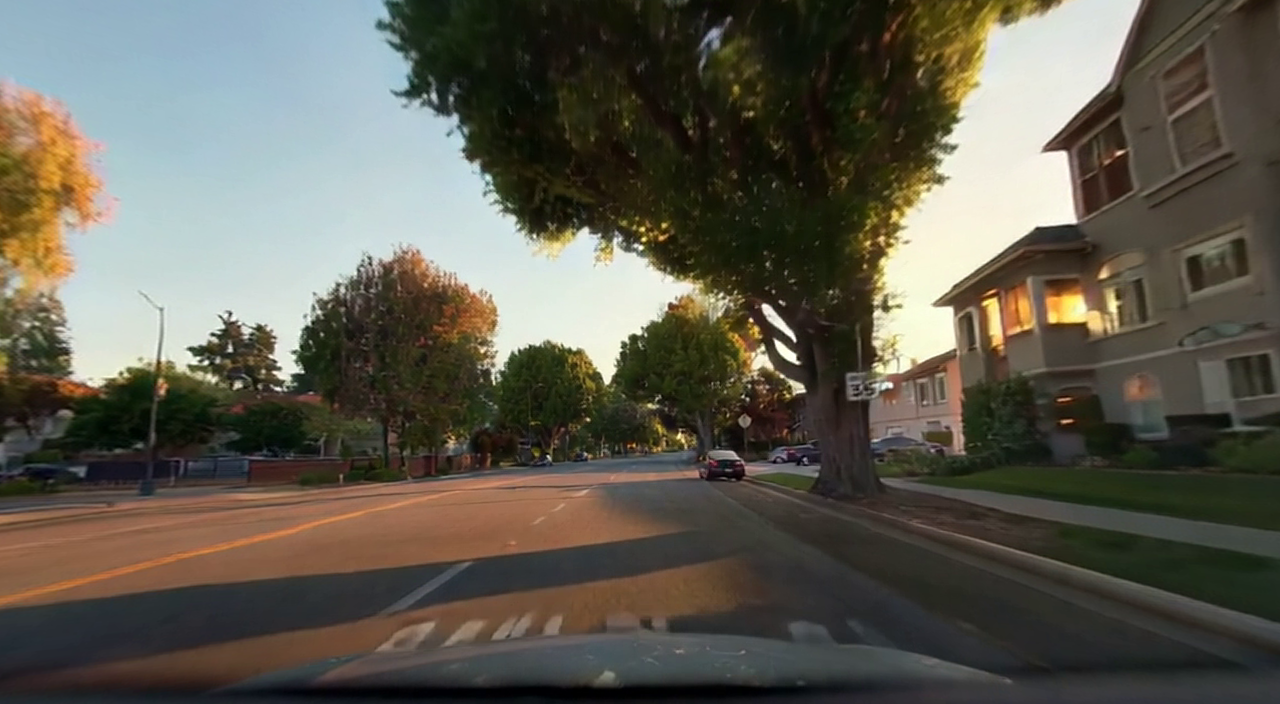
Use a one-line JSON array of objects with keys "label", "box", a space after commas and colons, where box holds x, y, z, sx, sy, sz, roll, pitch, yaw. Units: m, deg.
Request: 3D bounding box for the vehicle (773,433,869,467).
[{"label": "vehicle", "box": [11.322, 6.164, 39.803, 5.369, 1.860, 2.163, -3, -9, 5]}]

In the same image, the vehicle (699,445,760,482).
[{"label": "vehicle", "box": [3.948, 4.990, 28.675, 2.080, 1.503, 4.821, 0, -9, 1]}]

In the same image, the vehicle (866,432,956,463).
[{"label": "vehicle", "box": [15.578, 5.498, 36.527, 4.290, 1.717, 2.013, -1, -9, 7]}]
